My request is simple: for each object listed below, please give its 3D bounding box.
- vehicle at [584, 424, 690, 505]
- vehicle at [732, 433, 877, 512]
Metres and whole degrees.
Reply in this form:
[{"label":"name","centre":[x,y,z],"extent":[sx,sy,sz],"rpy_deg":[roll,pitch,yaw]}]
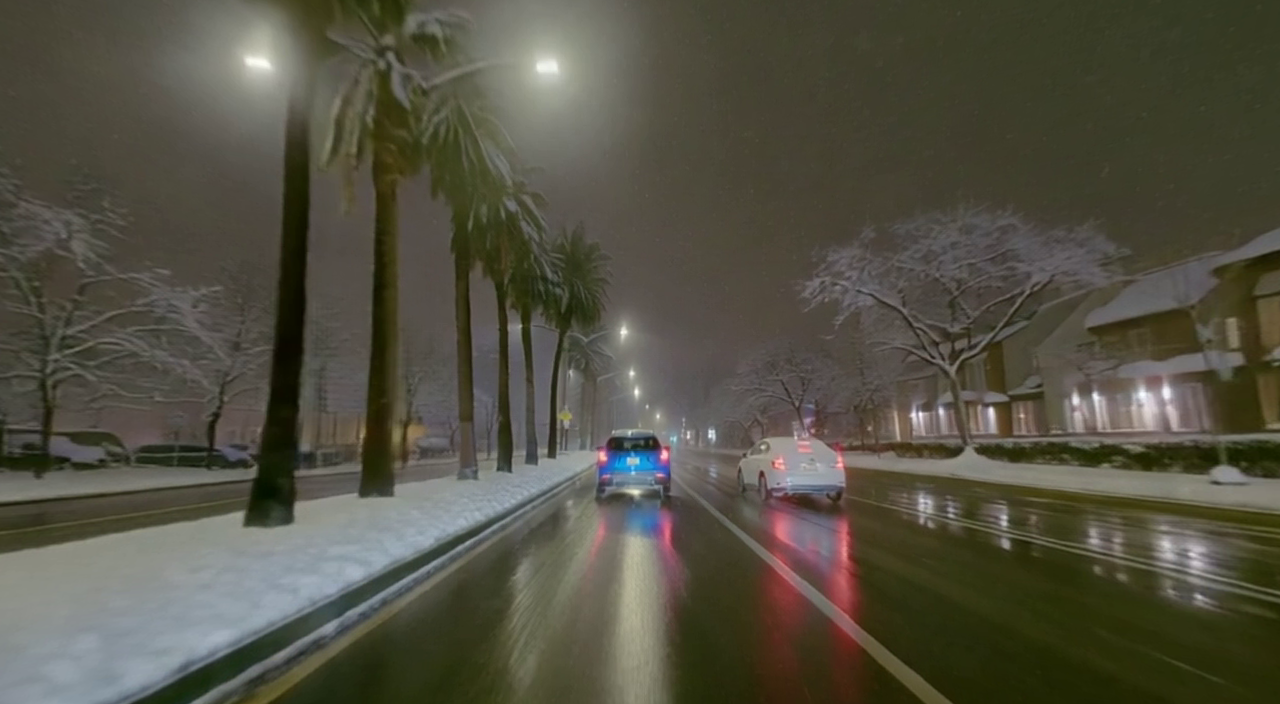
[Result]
[{"label":"vehicle","centre":[-0.097,2.689,15.534],"extent":[2.239,1.693,4.301],"rpy_deg":[0,-8,-1]},{"label":"vehicle","centre":[3.471,2.629,14.343],"extent":[1.941,1.472,4.570],"rpy_deg":[0,-8,-2]}]
